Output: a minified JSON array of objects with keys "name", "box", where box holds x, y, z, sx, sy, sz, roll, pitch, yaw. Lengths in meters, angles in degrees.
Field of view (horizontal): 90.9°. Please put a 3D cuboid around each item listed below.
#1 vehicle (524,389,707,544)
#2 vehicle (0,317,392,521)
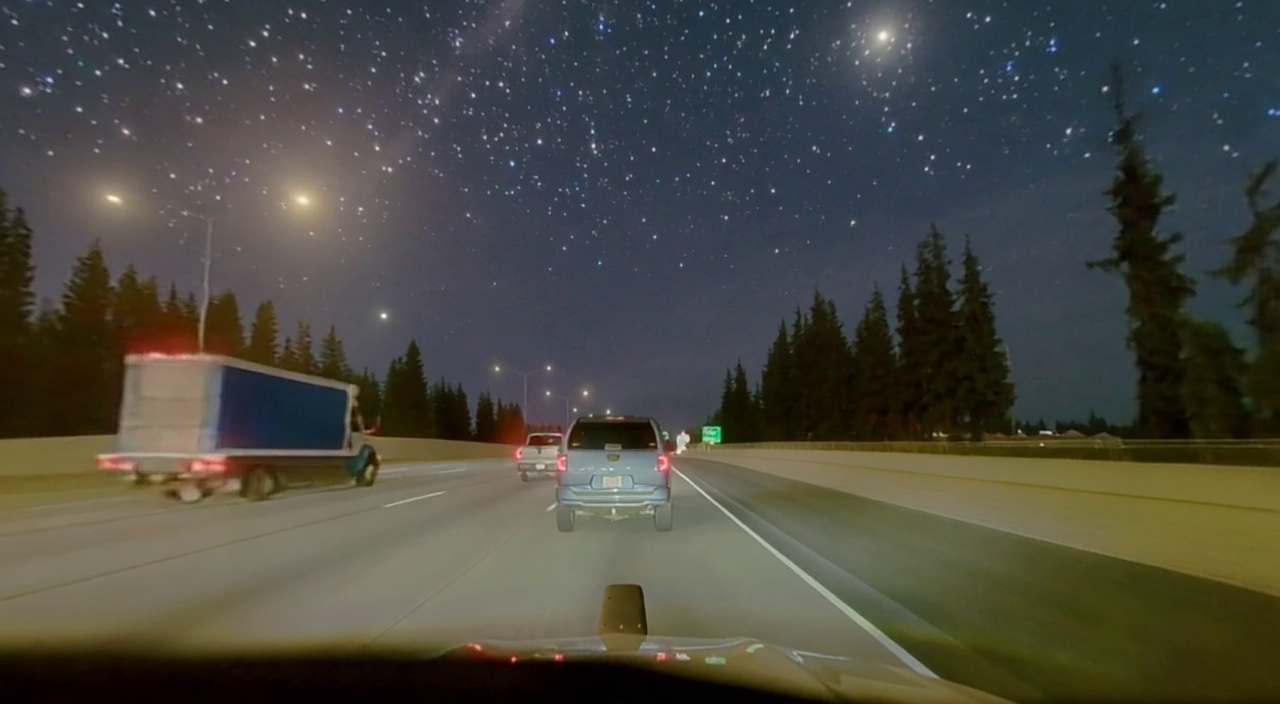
[{"name":"vehicle","box":[-0.454,1.842,10.739,2.395,2.013,4.734,0,-8,-4]},{"name":"vehicle","box":[-10.958,2.060,17.410,3.347,3.686,12.113,0,-8,0]}]
